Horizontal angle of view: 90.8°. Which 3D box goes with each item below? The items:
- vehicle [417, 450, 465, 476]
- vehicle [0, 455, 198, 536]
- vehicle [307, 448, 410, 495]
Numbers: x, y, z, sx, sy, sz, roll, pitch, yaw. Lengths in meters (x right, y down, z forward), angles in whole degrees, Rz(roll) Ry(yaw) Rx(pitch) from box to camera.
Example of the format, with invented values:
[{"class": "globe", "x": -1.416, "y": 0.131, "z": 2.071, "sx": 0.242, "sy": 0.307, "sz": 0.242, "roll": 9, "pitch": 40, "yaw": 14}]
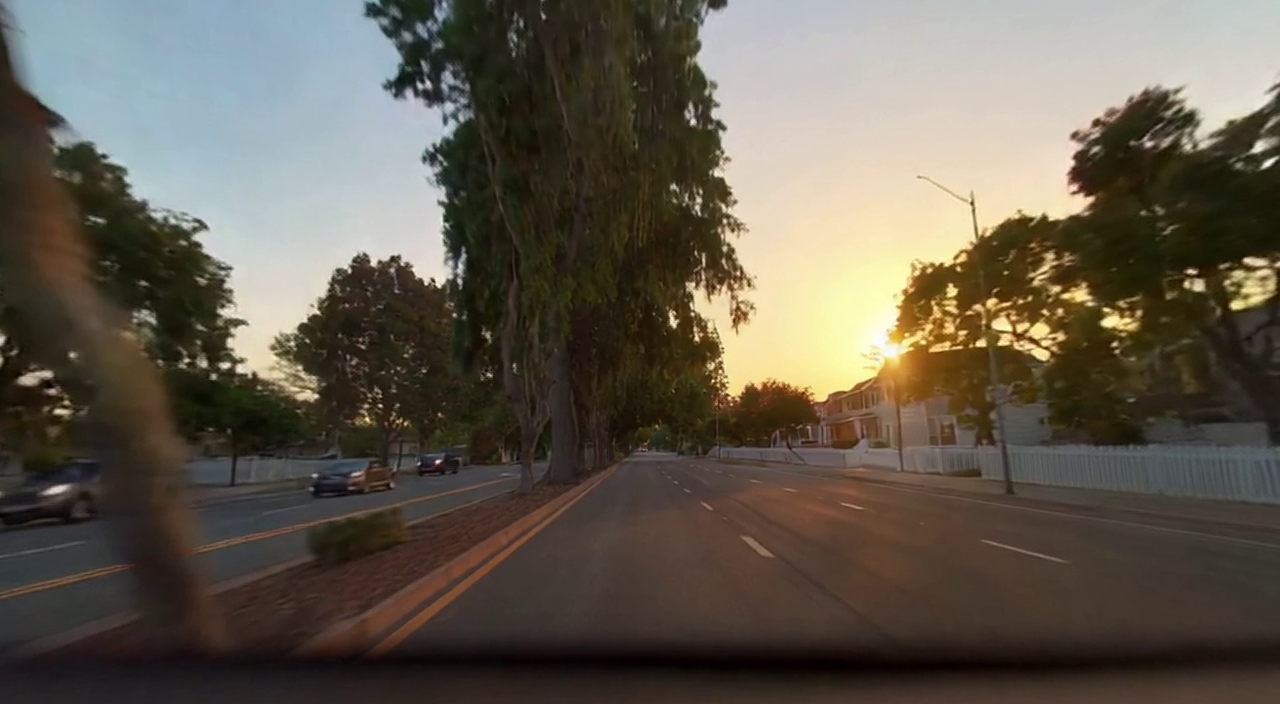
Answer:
[{"class": "vehicle", "x": -14.490, "y": 8.080, "z": 46.265, "sx": 1.919, "sy": 1.700, "sz": 4.685, "roll": 0, "pitch": -8, "yaw": 1}, {"class": "vehicle", "x": -14.137, "y": 3.544, "z": 16.308, "sx": 2.012, "sy": 1.653, "sz": 4.706, "roll": 0, "pitch": -8, "yaw": 0}, {"class": "vehicle", "x": -10.630, "y": 4.521, "z": 24.265, "sx": 2.011, "sy": 1.553, "sz": 4.390, "roll": 0, "pitch": -8, "yaw": -2}]
